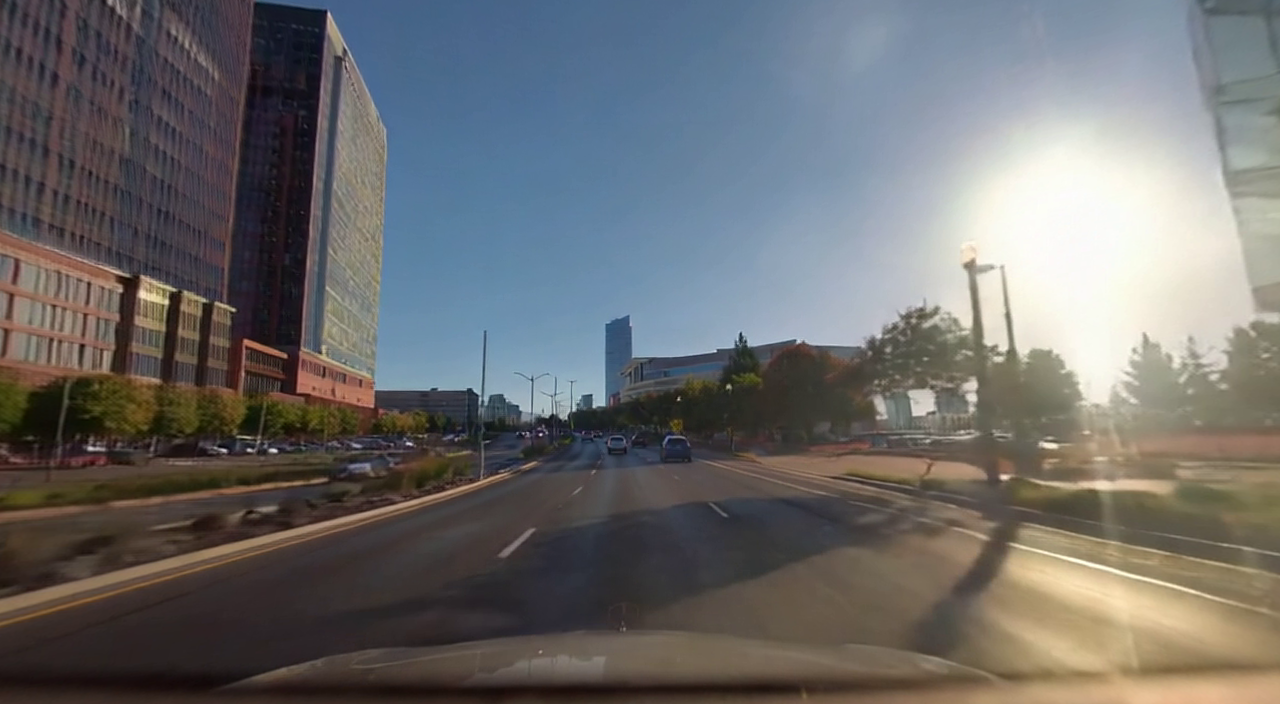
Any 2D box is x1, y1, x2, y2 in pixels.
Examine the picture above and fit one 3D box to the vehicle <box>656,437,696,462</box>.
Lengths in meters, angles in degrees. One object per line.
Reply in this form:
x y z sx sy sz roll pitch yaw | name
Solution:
2.251 6.248 40.634 2.090 1.506 4.382 0 -8 -3 | vehicle
